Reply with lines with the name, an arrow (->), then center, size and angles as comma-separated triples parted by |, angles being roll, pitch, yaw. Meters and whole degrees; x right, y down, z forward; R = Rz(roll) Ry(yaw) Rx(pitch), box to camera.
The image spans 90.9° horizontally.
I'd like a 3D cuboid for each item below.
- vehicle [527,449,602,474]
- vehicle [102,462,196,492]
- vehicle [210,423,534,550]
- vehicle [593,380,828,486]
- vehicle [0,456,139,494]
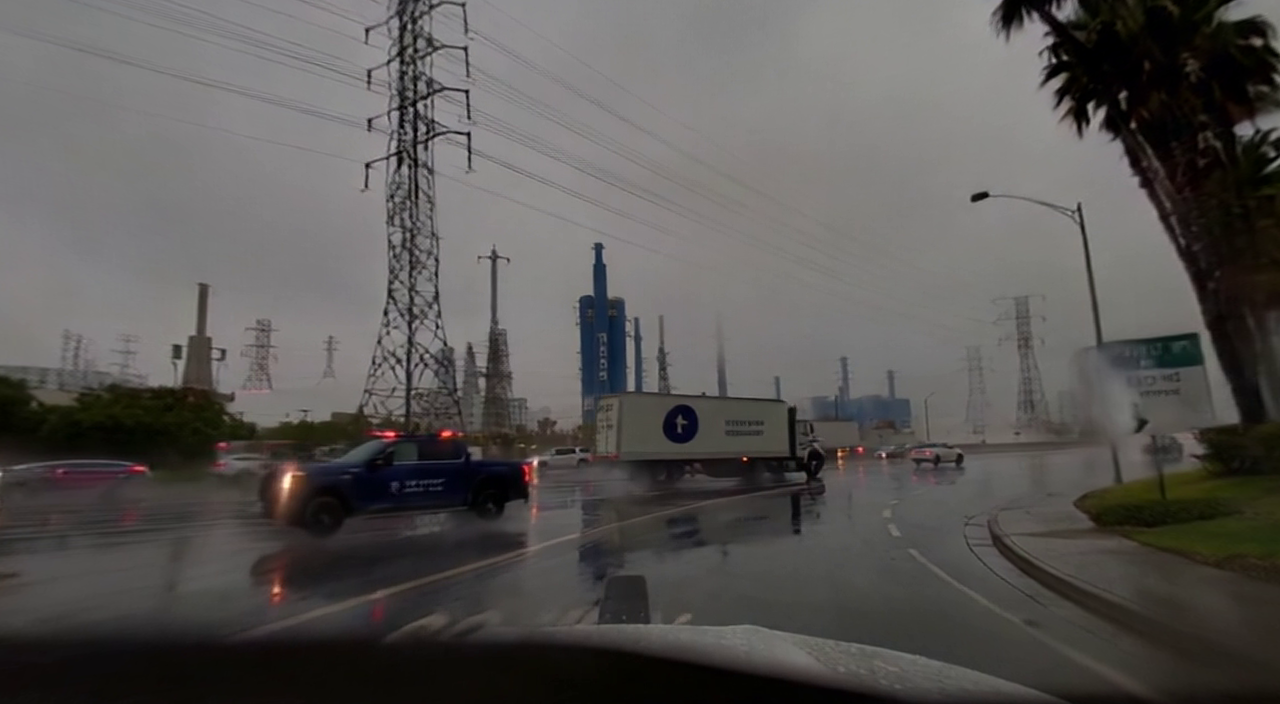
vehicle -> -4.772, 6.917, 40.015 | 4.419, 1.451, 1.792 | 6, -11, -38
vehicle -> -27.448, 6.962, 35.358 | 4.004, 1.375, 1.673 | 6, -9, -38
vehicle -> -4.756, 2.379, 11.929 | 2.101, 1.848, 5.132 | -9, -12, 44
vehicle -> 3.538, 3.709, 28.304 | 11.567, 3.933, 2.903 | 6, -11, -37
vehicle -> -23.616, 5.032, 26.121 | 4.325, 1.388, 1.748 | 7, -11, -37
